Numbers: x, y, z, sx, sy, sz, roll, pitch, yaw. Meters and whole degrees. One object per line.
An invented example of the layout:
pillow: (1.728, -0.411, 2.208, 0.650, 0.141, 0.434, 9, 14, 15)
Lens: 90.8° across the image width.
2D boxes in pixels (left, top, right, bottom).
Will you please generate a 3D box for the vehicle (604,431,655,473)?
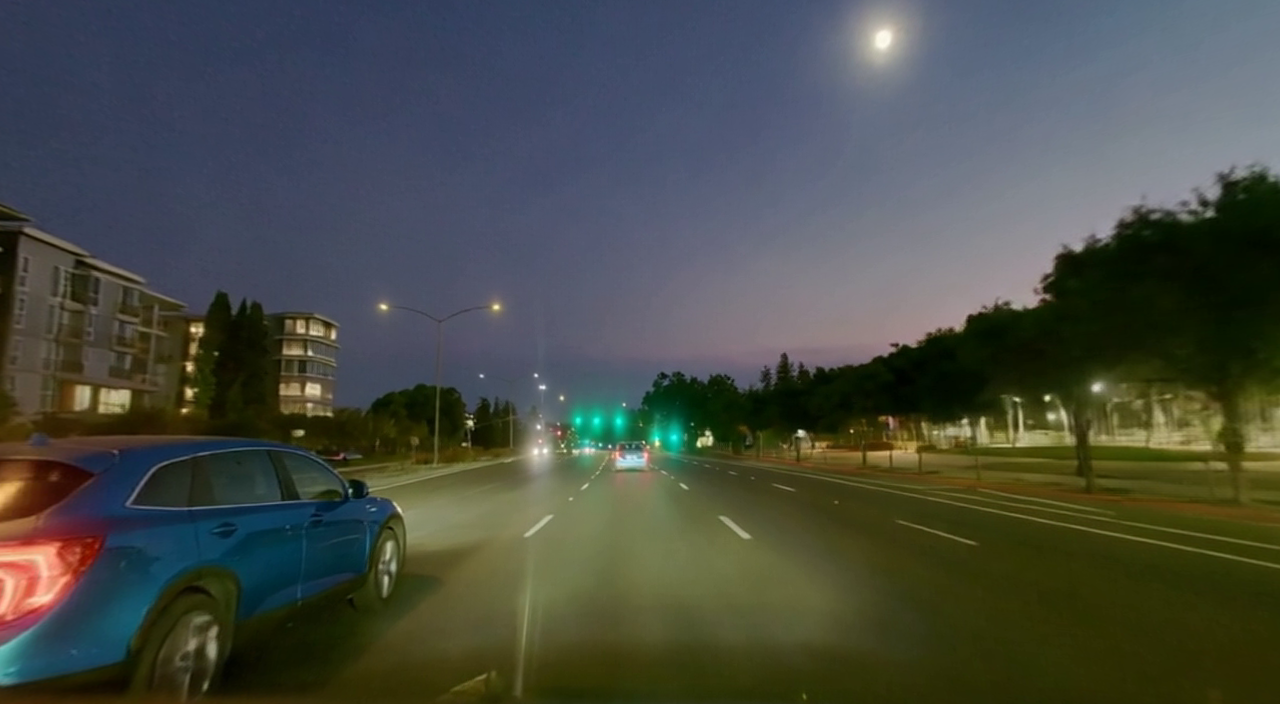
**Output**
vehicle: (-0.569, 4.811, 30.672, 2.260, 1.872, 4.578, 0, -8, -2)
